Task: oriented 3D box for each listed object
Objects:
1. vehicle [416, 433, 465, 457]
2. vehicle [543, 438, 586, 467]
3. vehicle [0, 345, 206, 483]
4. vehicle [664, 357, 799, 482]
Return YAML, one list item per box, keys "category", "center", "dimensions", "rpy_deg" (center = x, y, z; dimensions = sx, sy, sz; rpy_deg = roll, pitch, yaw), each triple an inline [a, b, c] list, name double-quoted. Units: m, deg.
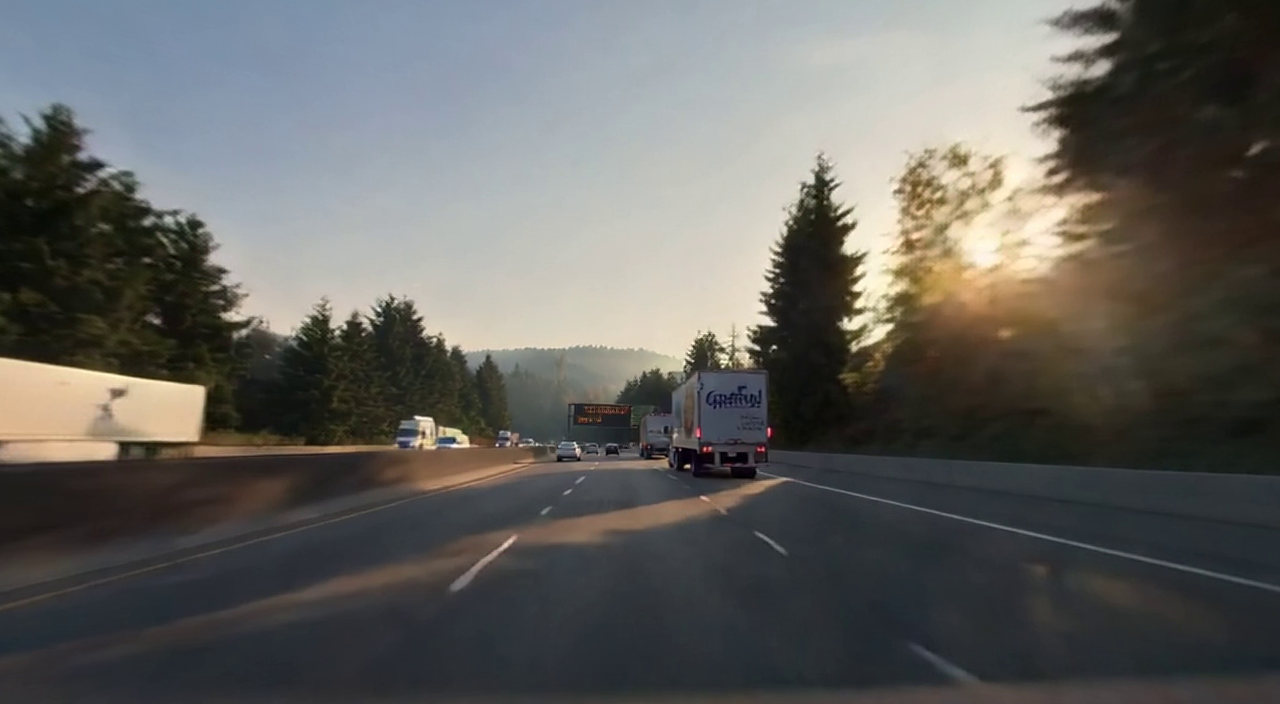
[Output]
- category: "vehicle"
  center: [-14.424, 6.766, 45.826]
  dimensions: [2.080, 1.652, 5.232]
  rpy_deg: [0, -8, -2]
- category: "vehicle"
  center: [-4.523, 6.082, 38.420]
  dimensions: [2.206, 1.644, 4.027]
  rpy_deg: [0, -8, -1]
- category: "vehicle"
  center: [-20.621, 2.139, 20.654]
  dimensions: [3.146, 4.061, 14.094]
  rpy_deg: [0, -8, -2]
- category: "vehicle"
  center: [3.208, 3.126, 27.165]
  dimensions: [3.116, 3.992, 13.748]
  rpy_deg: [0, -8, -3]
